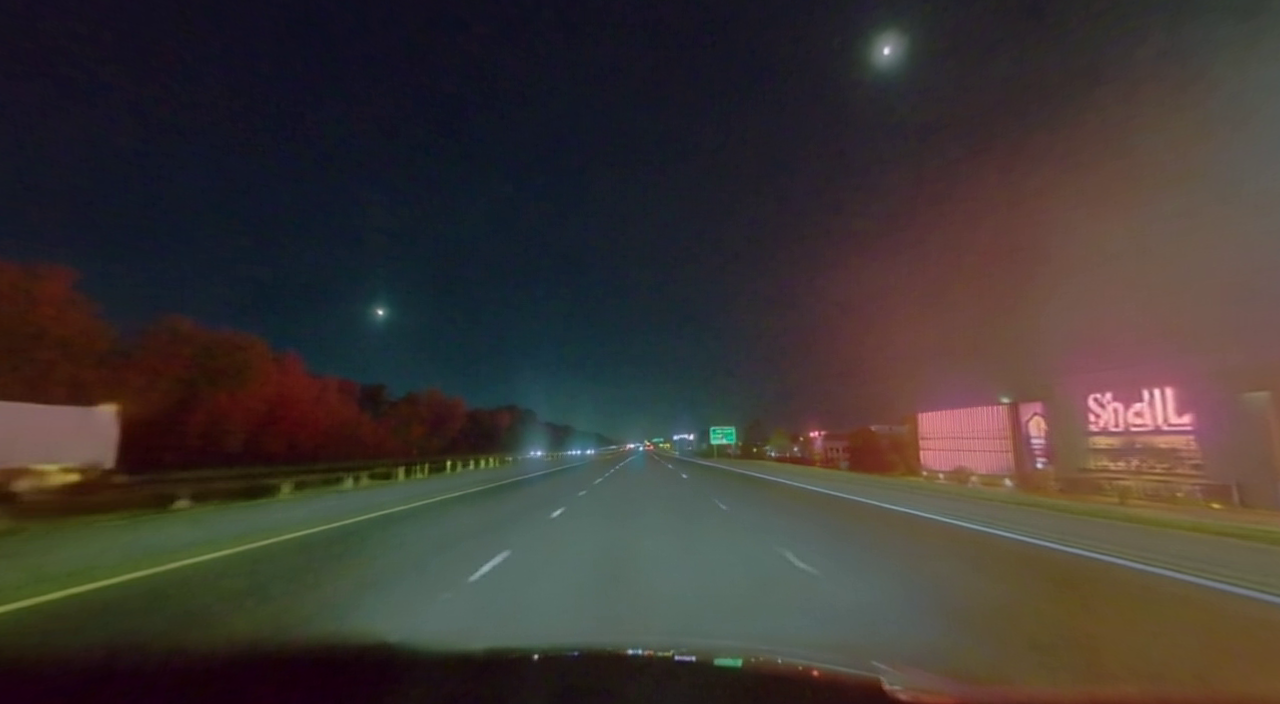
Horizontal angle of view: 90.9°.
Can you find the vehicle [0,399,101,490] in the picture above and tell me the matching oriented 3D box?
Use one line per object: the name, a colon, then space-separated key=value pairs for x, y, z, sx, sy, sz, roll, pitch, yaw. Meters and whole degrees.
vehicle: x=-31.163 y=3.861 z=26.272 sx=2.914 sy=4.195 sz=16.498 roll=0 pitch=-8 yaw=0
